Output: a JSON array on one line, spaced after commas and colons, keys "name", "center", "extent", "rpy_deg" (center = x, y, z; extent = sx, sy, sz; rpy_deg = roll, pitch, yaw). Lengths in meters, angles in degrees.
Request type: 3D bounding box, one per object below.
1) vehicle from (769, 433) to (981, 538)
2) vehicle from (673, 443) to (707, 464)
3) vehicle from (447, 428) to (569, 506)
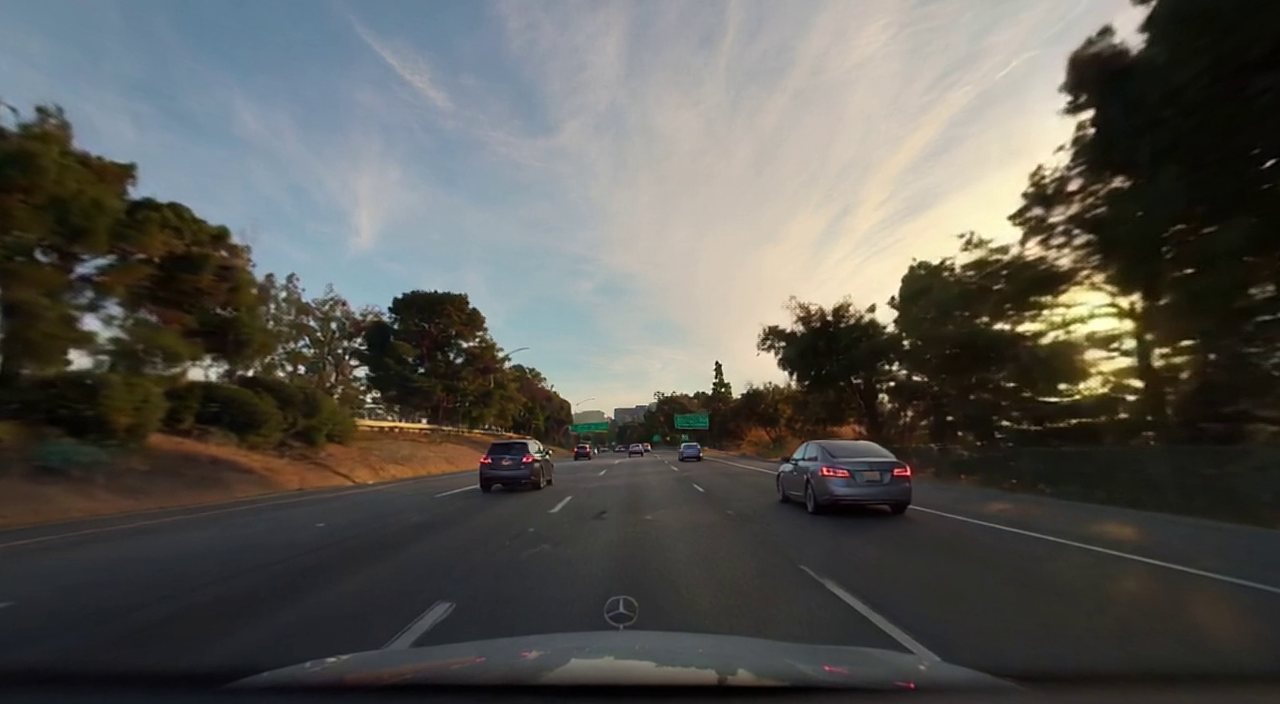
[{"name": "vehicle", "center": [3.711, 2.187, 10.989], "extent": [1.947, 1.437, 4.345], "rpy_deg": [0, -9, -1]}, {"name": "vehicle", "center": [3.512, 7.200, 44.961], "extent": [2.021, 1.447, 3.985], "rpy_deg": [0, -9, -1]}, {"name": "vehicle", "center": [-3.287, 2.981, 16.791], "extent": [2.244, 1.755, 4.417], "rpy_deg": [0, -9, 1]}]
